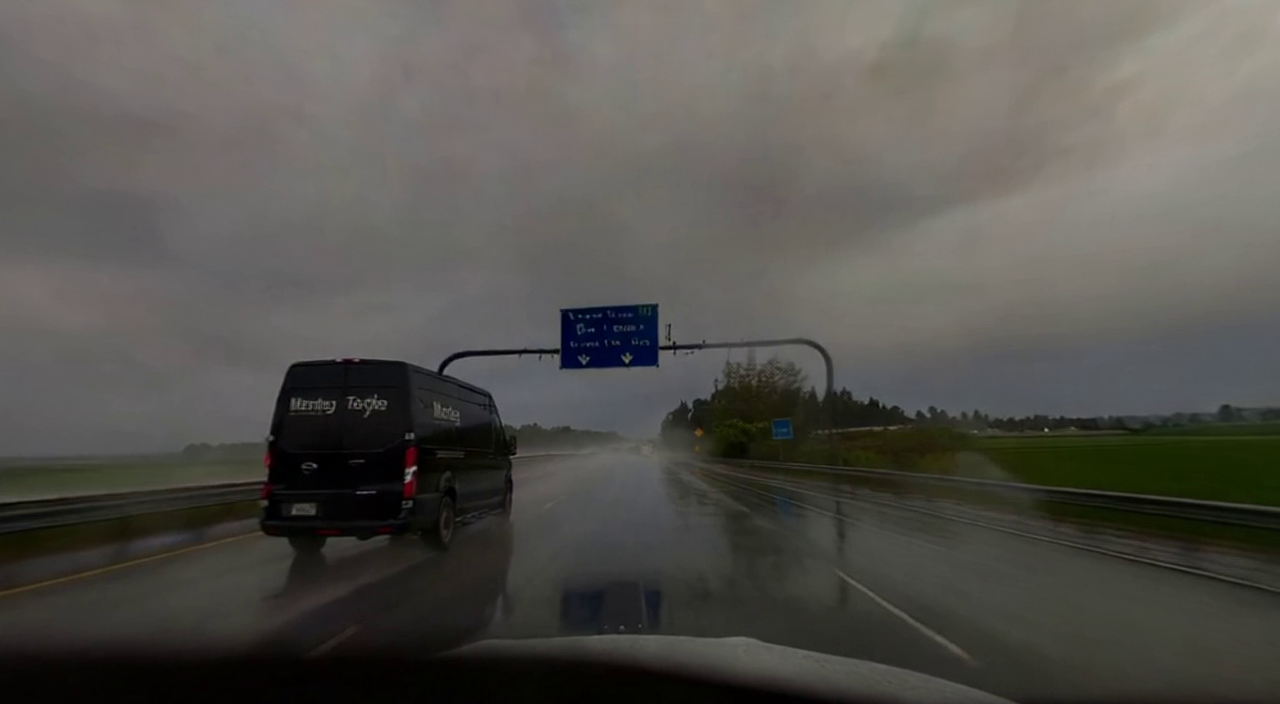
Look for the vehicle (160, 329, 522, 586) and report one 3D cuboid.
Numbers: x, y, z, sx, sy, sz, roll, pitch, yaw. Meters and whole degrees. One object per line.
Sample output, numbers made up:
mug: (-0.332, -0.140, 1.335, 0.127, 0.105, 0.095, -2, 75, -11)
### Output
vehicle: (-3.701, 1.583, 10.032, 2.320, 2.636, 7.021, 0, -9, 0)
